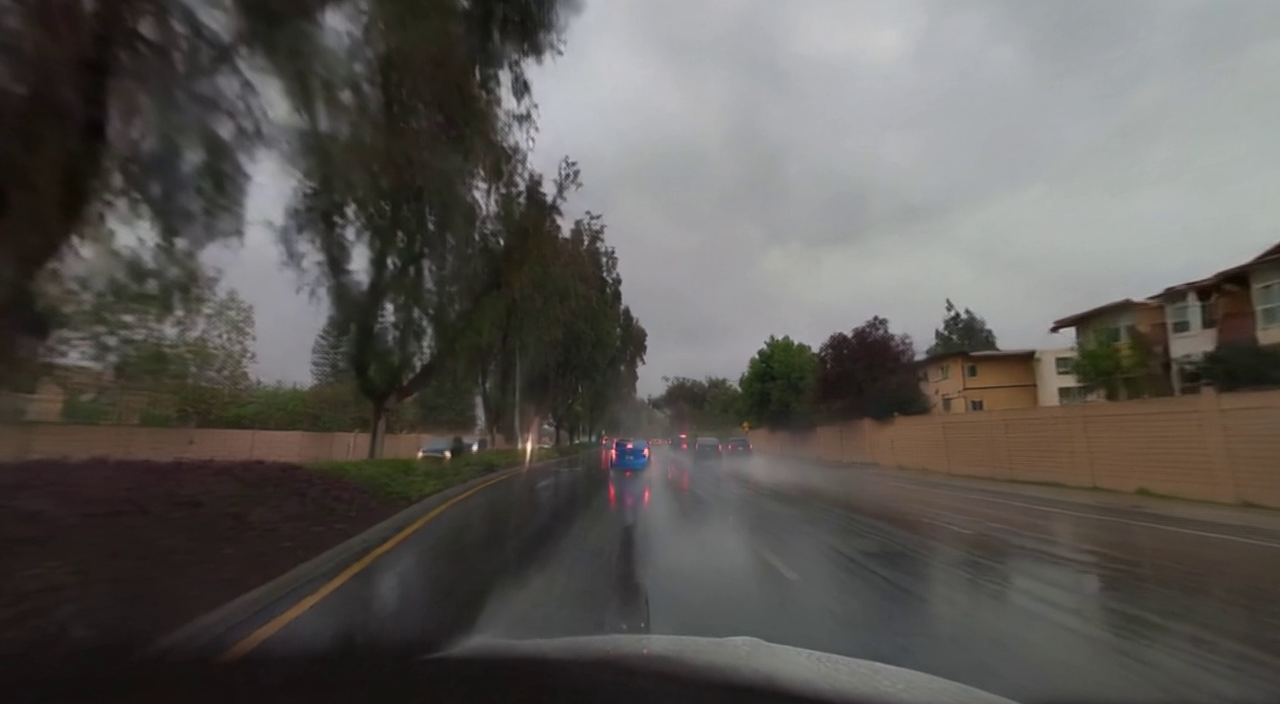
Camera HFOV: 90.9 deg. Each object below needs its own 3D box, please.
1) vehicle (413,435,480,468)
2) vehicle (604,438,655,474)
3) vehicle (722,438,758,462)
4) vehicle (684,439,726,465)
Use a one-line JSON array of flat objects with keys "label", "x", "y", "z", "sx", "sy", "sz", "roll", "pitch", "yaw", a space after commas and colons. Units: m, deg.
[{"label": "vehicle", "x": -10.370, "y": 5.395, "z": 34.223, "sx": 2.071, "sy": 1.645, "sz": 4.654, "roll": 0, "pitch": -8, "yaw": 1}, {"label": "vehicle", "x": -0.410, "y": 4.585, "z": 27.998, "sx": 2.102, "sy": 1.481, "sz": 3.907, "roll": 0, "pitch": -8, "yaw": 0}, {"label": "vehicle", "x": 7.460, "y": 7.318, "z": 47.383, "sx": 1.972, "sy": 1.700, "sz": 4.269, "roll": 0, "pitch": -8, "yaw": 0}, {"label": "vehicle", "x": 4.006, "y": 6.240, "z": 39.512, "sx": 2.067, "sy": 1.514, "sz": 4.188, "roll": 0, "pitch": -8, "yaw": -2}]
